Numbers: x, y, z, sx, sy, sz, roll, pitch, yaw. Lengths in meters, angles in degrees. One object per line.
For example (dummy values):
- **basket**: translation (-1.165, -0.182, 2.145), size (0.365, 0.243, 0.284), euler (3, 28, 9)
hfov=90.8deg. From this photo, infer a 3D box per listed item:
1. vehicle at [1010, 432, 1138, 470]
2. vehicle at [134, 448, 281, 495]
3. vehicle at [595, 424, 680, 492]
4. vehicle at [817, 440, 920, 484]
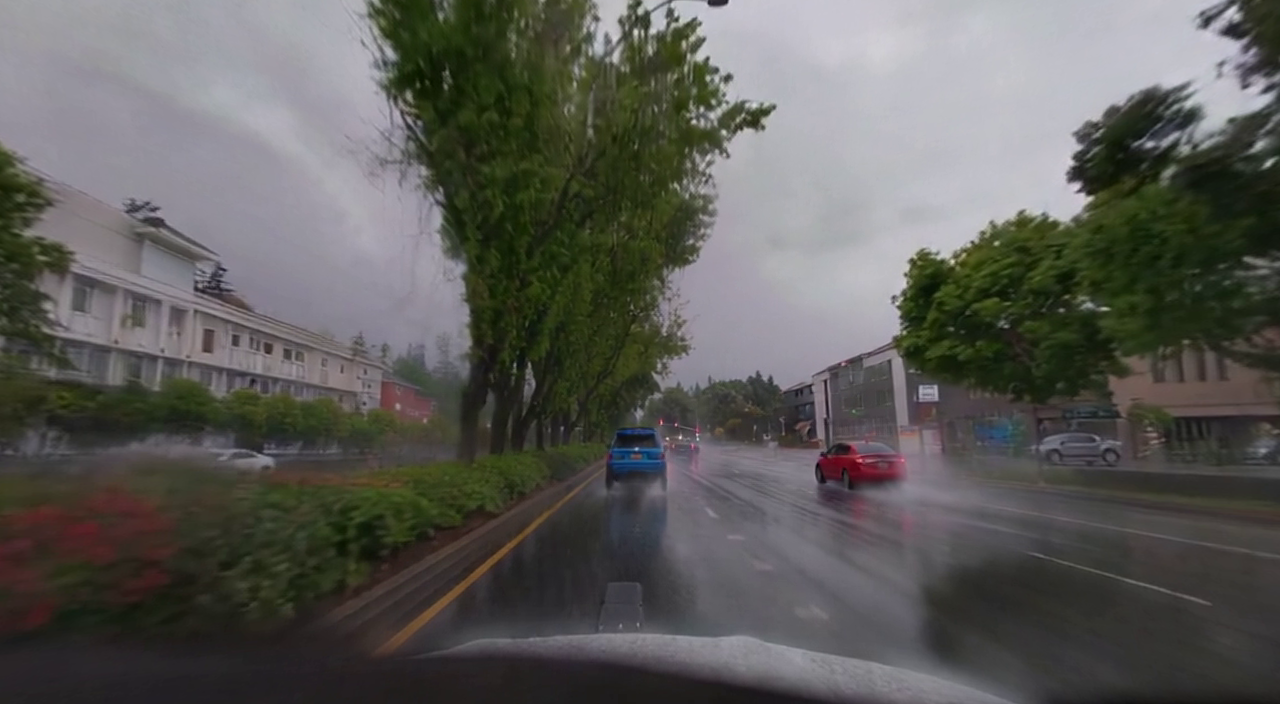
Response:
- **vehicle**: translation (19.490, 4.442, 28.495), size (4.333, 1.521, 1.824), euler (-2, -7, 0)
- **vehicle**: translation (-15.346, 4.226, 22.805), size (1.985, 1.486, 4.691), euler (0, -8, 0)
- **vehicle**: translation (-0.091, 3.150, 19.060), size (2.277, 1.816, 4.192), euler (0, -8, -1)
- **vehicle**: translation (8.328, 4.030, 23.564), size (2.002, 1.456, 4.631), euler (0, -8, -1)
